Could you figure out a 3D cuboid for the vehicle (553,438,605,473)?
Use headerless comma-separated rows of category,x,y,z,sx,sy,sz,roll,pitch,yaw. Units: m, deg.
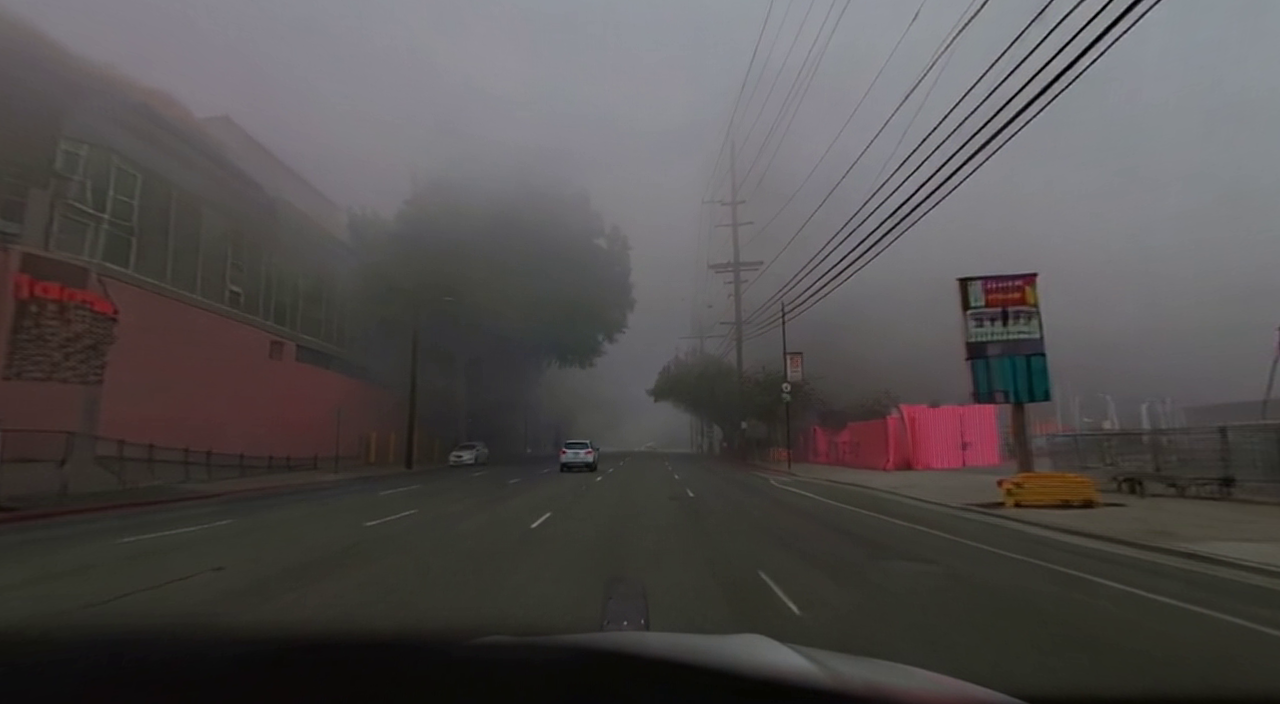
vehicle,-2.885,5.031,31.007,2.036,1.589,4.549,0,-8,1

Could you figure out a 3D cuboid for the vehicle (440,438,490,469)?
vehicle,-11.728,6.791,42.446,2.052,1.898,4.253,0,-8,1
